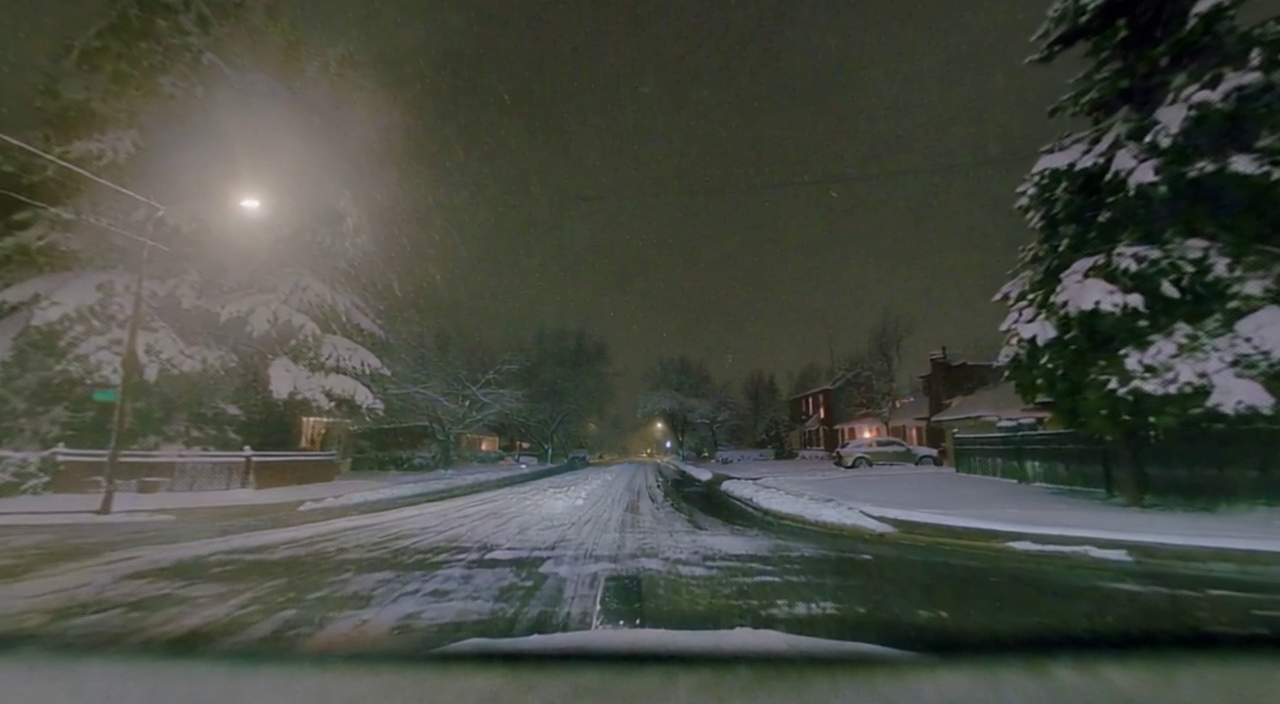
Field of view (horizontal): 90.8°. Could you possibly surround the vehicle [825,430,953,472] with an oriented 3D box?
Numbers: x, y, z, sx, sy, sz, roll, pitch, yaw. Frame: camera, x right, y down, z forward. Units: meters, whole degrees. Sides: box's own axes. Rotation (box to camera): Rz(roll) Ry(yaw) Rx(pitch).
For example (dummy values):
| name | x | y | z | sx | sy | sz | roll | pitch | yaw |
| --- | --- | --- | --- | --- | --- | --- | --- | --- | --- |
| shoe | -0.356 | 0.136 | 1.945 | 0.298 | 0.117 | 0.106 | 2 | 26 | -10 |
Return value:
| name | x | y | z | sx | sy | sz | roll | pitch | yaw |
| --- | --- | --- | --- | --- | --- | --- | --- | --- | --- |
| vehicle | 11.189 | 4.476 | 28.655 | 4.894 | 1.616 | 1.965 | -3 | -9 | 1 |
